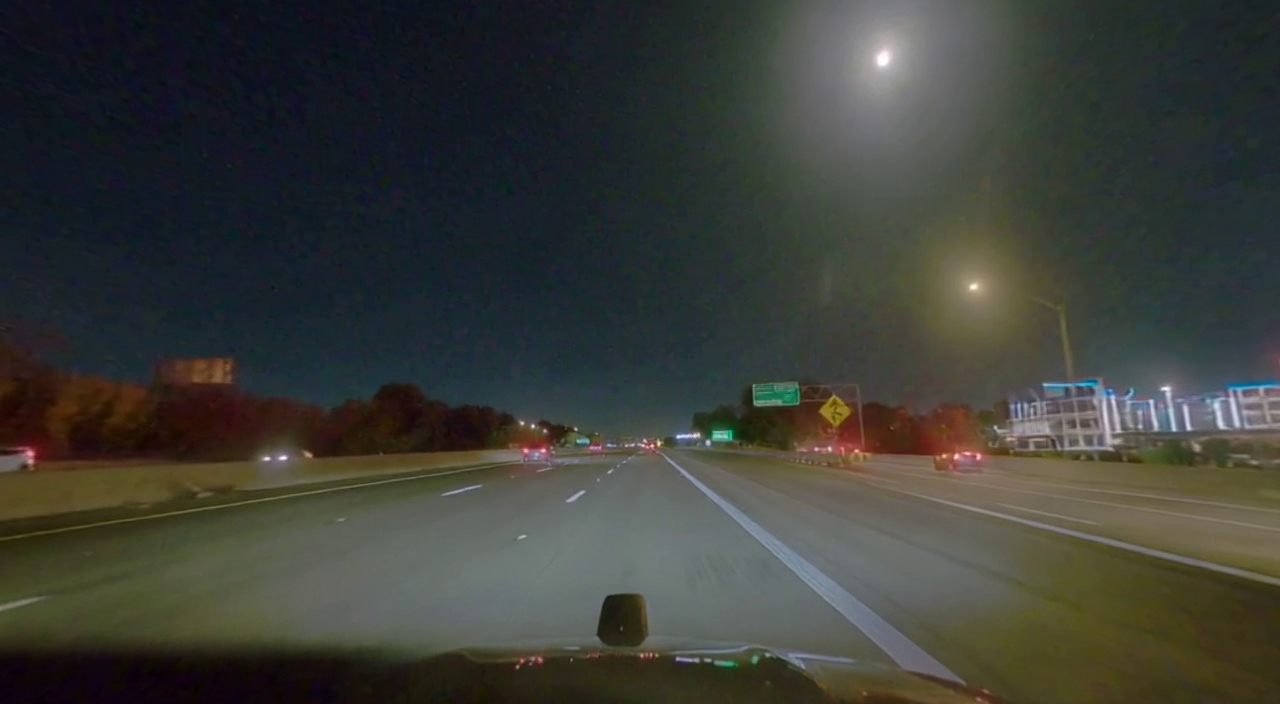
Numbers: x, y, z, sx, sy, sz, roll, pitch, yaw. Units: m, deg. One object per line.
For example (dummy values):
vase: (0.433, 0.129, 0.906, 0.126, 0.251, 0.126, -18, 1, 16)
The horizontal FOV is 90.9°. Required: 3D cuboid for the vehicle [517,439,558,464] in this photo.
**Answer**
vehicle: (-7.305, 7.118, 45.317, 2.088, 1.678, 4.426, 0, -8, 1)
